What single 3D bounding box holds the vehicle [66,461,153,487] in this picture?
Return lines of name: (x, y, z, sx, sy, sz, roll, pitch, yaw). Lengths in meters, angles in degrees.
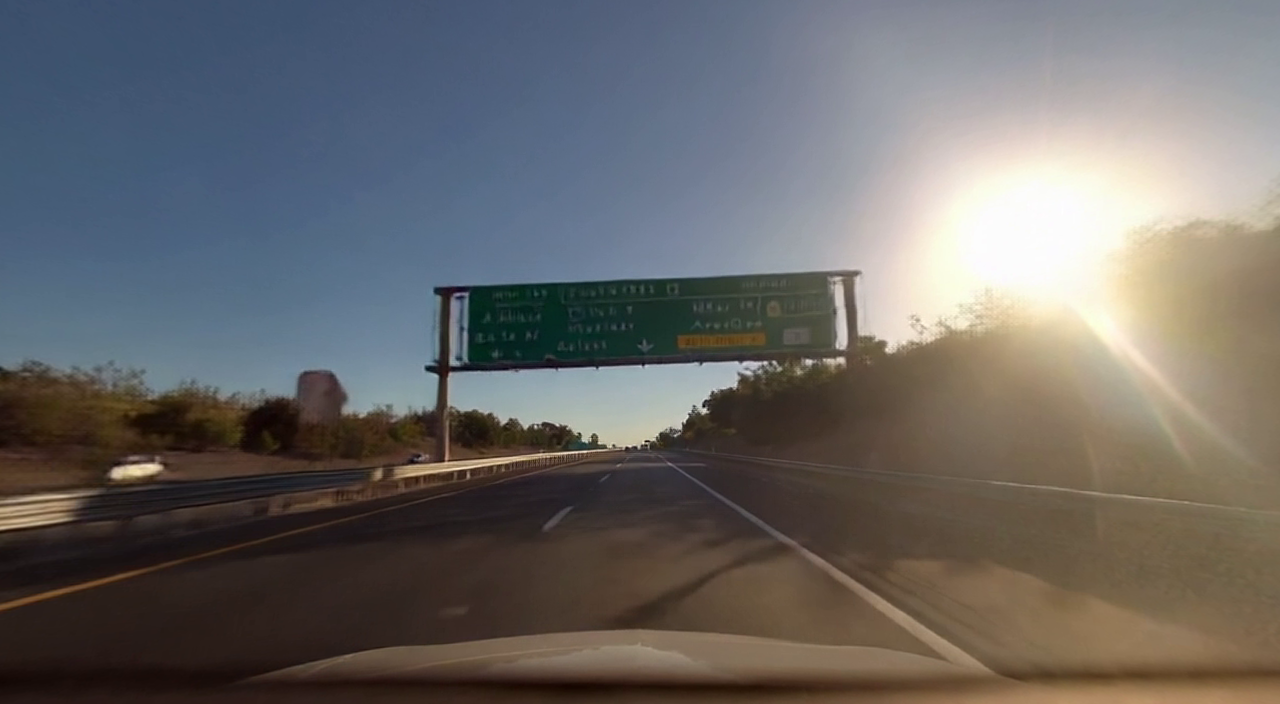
vehicle: (-35.992, 8.289, 42.894, 1.805, 1.533, 4.670, 0, -9, 1)
